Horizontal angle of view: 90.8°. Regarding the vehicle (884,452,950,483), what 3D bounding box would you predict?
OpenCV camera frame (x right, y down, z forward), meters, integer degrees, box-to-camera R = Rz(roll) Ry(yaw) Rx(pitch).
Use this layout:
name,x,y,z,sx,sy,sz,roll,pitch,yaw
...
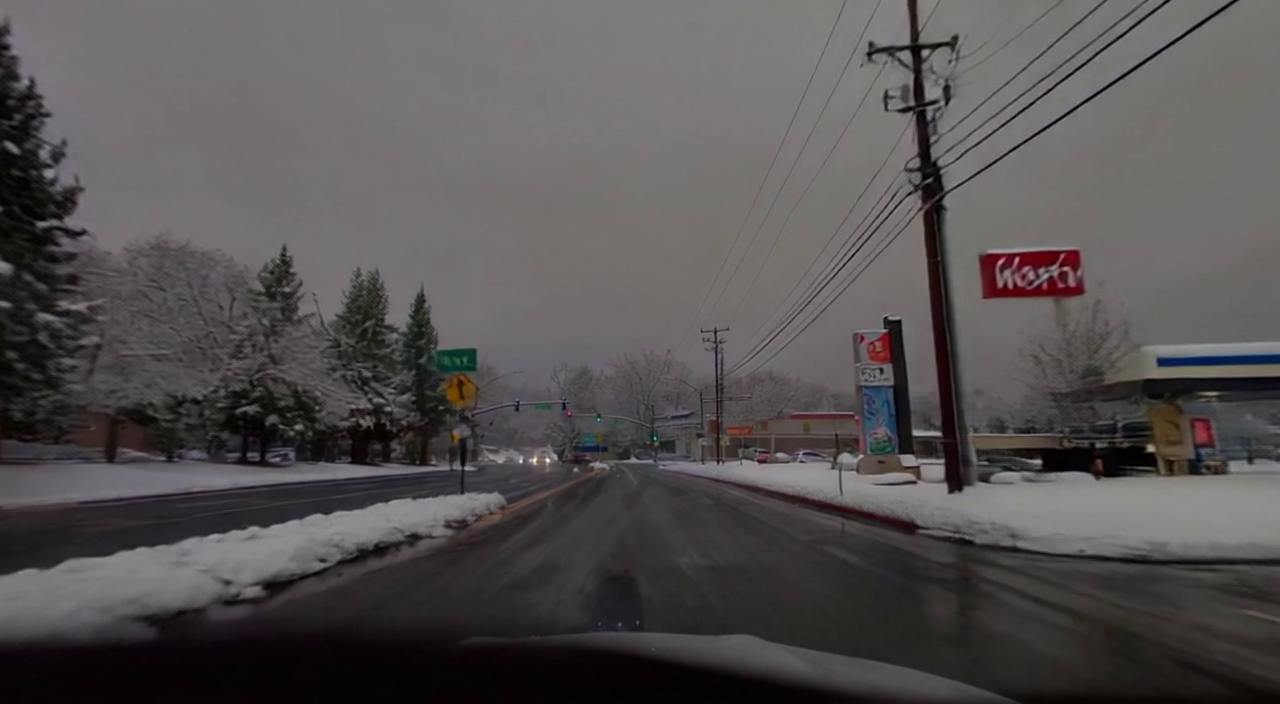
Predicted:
name,x,y,z,sx,sy,sz,roll,pitch,yaw
vehicle,18.347,7.580,41.733,4.694,1.845,2.086,7,-11,-40

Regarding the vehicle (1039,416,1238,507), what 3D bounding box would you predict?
name,x,y,z,sx,sy,sz,roll,pitch,yaw
vehicle,18.070,3.997,23.512,2.642,2.930,5.826,0,-8,1

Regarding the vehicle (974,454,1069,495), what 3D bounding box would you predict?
name,x,y,z,sx,sy,sz,roll,pitch,yaw
vehicle,18.190,5.824,30.406,2.041,1.674,4.301,2,-9,2
